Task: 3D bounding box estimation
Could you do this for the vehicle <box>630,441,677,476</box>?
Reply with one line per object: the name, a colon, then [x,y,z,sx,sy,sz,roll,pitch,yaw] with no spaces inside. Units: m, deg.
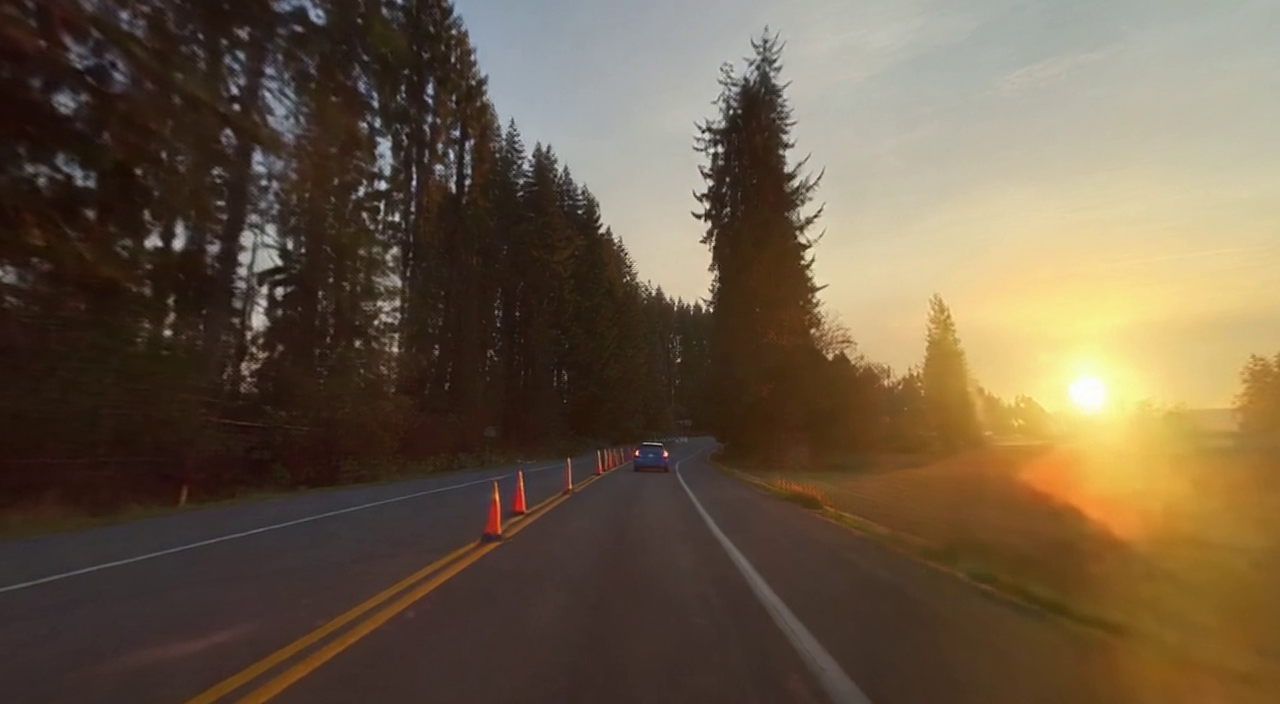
vehicle: [0.643,4.910,29.129,2.042,1.489,3.963,0,-9,2]
